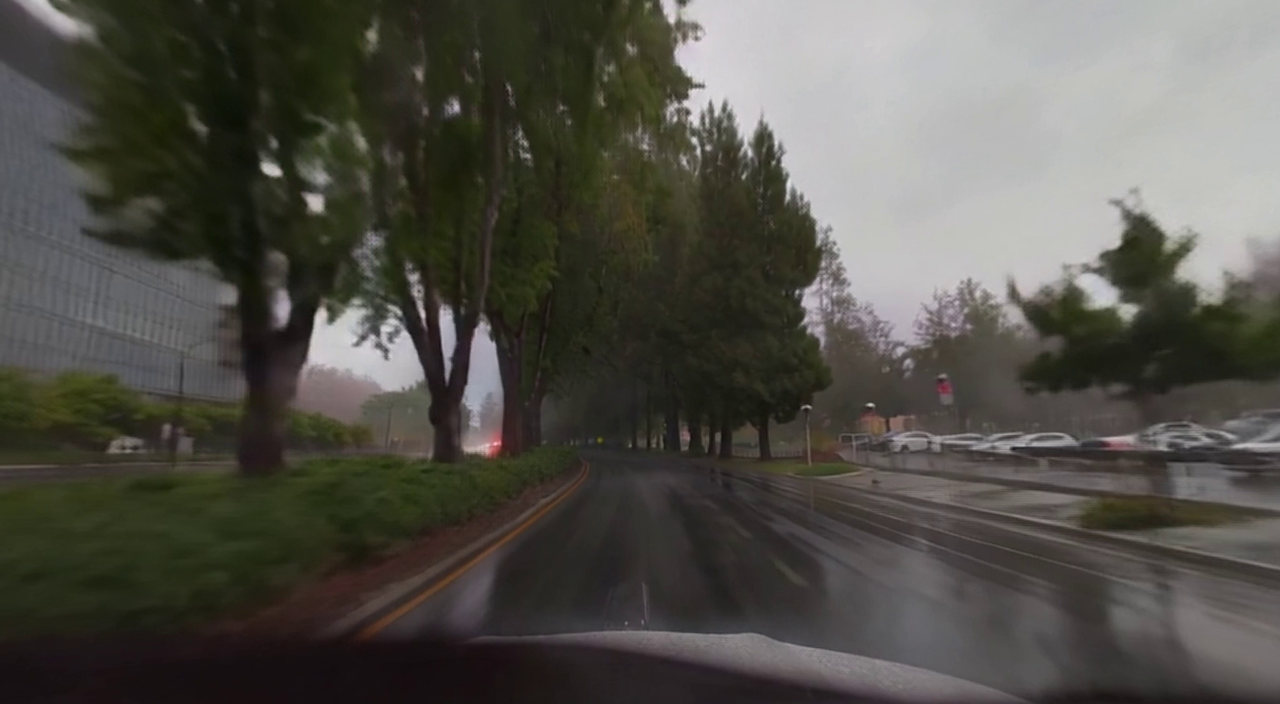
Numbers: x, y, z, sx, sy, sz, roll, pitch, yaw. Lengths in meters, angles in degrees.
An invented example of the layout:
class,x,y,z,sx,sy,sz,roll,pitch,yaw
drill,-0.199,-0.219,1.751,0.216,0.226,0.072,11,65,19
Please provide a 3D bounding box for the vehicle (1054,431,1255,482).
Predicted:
class,x,y,z,sx,sy,sz,roll,pitch,yaw
vehicle,15.396,3.129,19.096,4.120,1.357,2.170,-2,-7,2

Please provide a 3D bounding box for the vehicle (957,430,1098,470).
class,x,y,z,sx,sy,sz,roll,pitch,yaw
vehicle,15.816,4.009,25.859,4.526,1.517,1.979,1,-9,-4
